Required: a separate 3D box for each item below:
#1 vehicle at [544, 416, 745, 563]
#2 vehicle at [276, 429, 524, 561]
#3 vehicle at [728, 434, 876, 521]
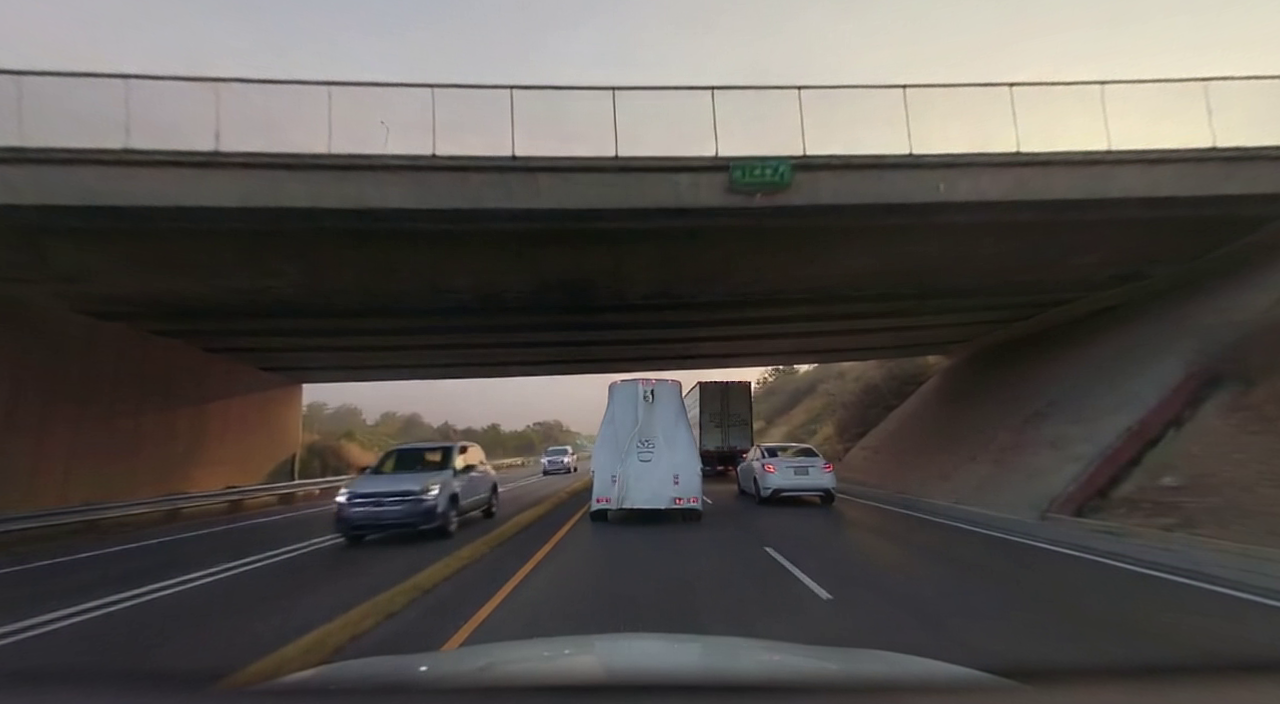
[{"bbox_3d":[0.065,1.877,9.213,2.256,1.615,4.114,-1,-9,1],"label":"vehicle"},{"bbox_3d":[-3.323,2.083,9.868,2.122,1.569,4.294,-1,-9,1],"label":"vehicle"},{"bbox_3d":[3.161,2.554,13.233,1.972,1.505,3.946,0,-9,-1],"label":"vehicle"}]
